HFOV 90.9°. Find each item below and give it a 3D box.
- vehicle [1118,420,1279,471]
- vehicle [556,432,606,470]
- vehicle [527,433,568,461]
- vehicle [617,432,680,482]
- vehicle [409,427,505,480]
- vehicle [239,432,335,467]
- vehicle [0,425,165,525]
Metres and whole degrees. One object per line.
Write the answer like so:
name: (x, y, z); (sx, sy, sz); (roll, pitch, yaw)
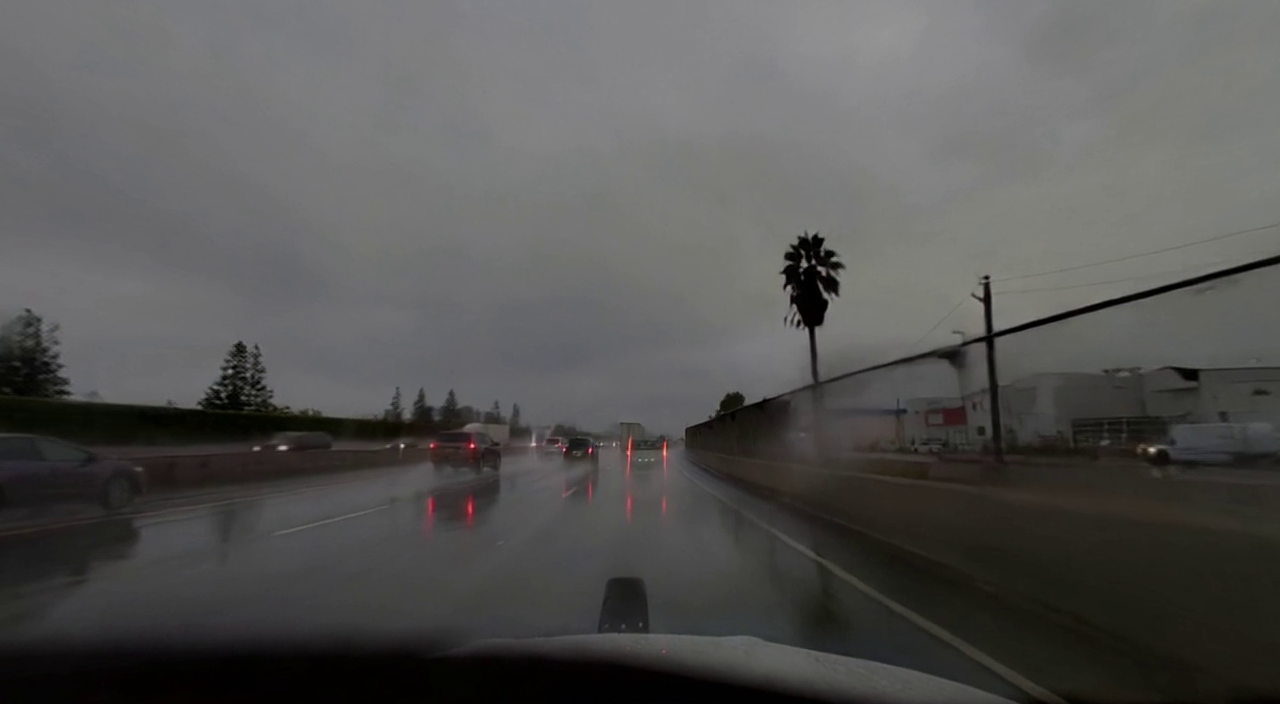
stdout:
vehicle: (35.225, 5.838, 39.670); (2.768, 2.798, 9.669); (0, -8, 0)
vehicle: (-3.074, 5.244, 33.598); (2.108, 1.832, 4.549); (0, -8, 2)
vehicle: (-6.704, 6.974, 46.406); (2.085, 1.932, 4.967); (0, -8, 2)
vehicle: (0.289, 3.860, 23.480); (2.136, 1.678, 4.052); (0, -8, 1)
vehicle: (-6.773, 3.818, 23.938); (2.105, 1.790, 4.689); (0, -8, 2)
vehicle: (-16.944, 4.705, 30.569); (1.900, 1.540, 4.670); (0, -8, 1)
vehicle: (-10.667, 1.974, 10.250); (1.910, 1.501, 5.004); (0, -8, 1)
